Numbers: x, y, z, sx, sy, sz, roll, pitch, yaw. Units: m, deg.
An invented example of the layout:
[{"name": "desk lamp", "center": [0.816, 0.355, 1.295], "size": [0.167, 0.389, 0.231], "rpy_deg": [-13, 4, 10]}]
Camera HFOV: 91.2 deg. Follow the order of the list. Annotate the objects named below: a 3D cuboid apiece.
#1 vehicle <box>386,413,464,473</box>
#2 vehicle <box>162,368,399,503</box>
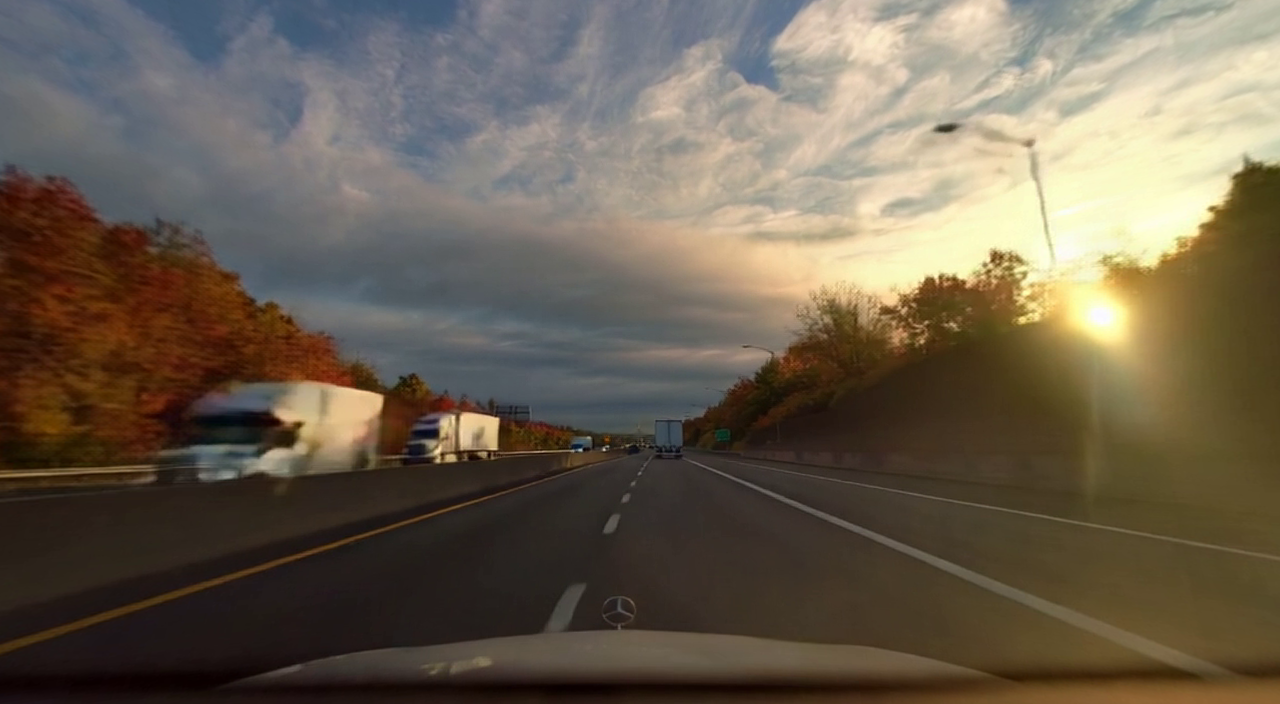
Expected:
[{"name": "vehicle", "center": [-14.278, 6.151, 42.182], "size": [2.938, 3.697, 5.821], "rpy_deg": [-1, -9, 2]}, {"name": "vehicle", "center": [-10.677, 2.713, 19.940], "size": [2.770, 3.421, 7.624], "rpy_deg": [-1, -9, 2]}]
